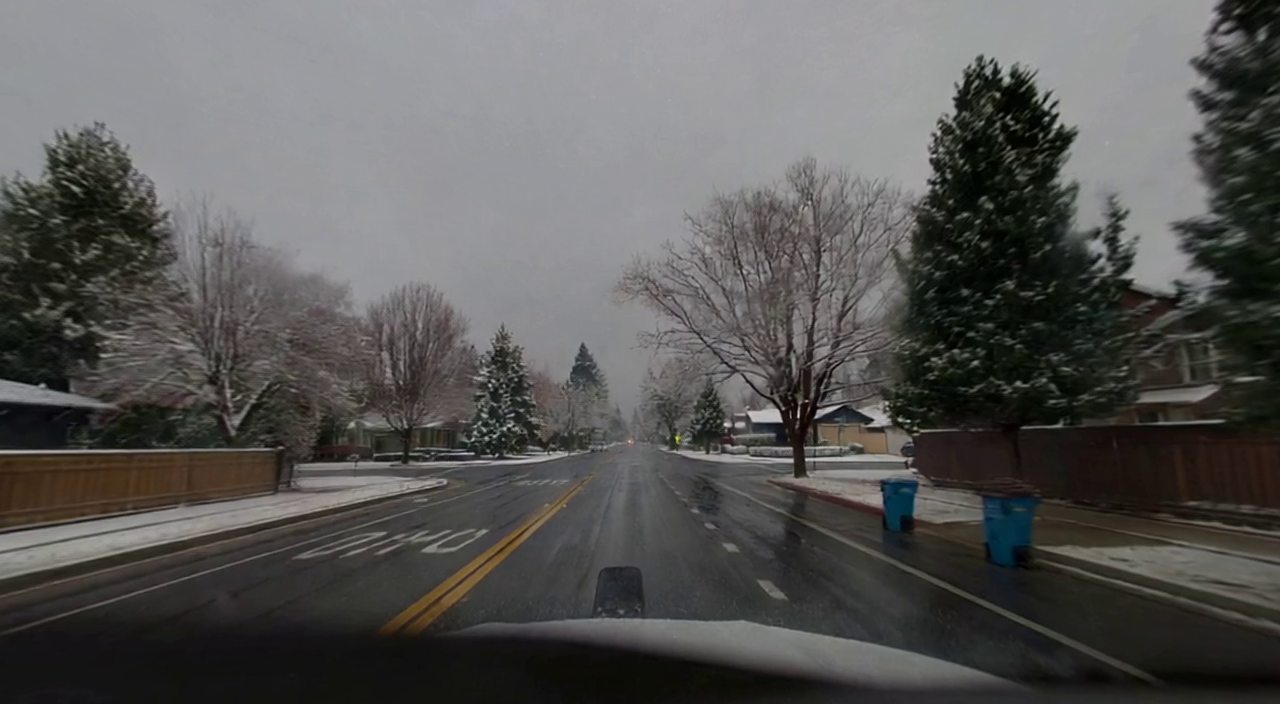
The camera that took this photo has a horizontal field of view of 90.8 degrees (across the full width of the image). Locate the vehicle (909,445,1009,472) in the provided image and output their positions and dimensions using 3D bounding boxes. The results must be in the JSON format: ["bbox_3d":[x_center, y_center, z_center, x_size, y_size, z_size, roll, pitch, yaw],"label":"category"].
[{"bbox_3d":[17.530,5.851,34.862,4.368,1.457,2.031,0,-9,0],"label":"vehicle"}]
